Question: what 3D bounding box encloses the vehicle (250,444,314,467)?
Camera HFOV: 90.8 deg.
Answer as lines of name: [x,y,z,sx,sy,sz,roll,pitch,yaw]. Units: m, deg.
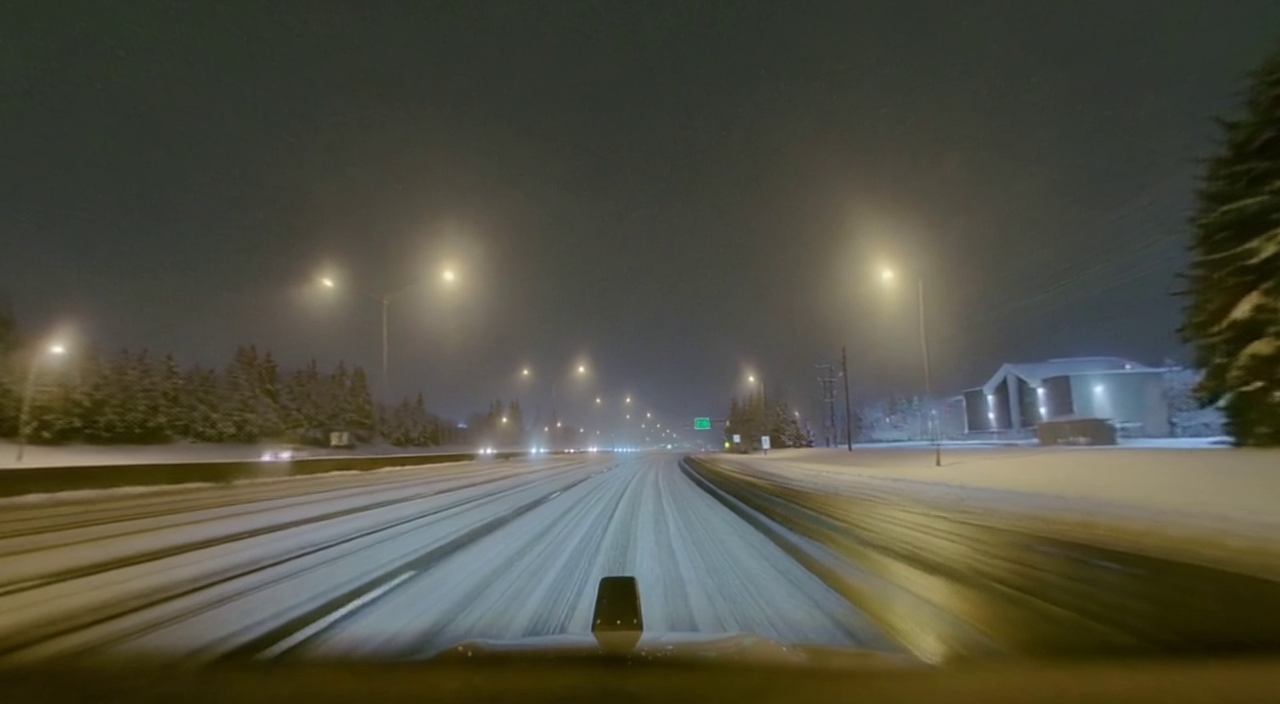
vehicle: [-27.381,7.885,48.491,2.034,1.642,4.759,0,-8,2]
